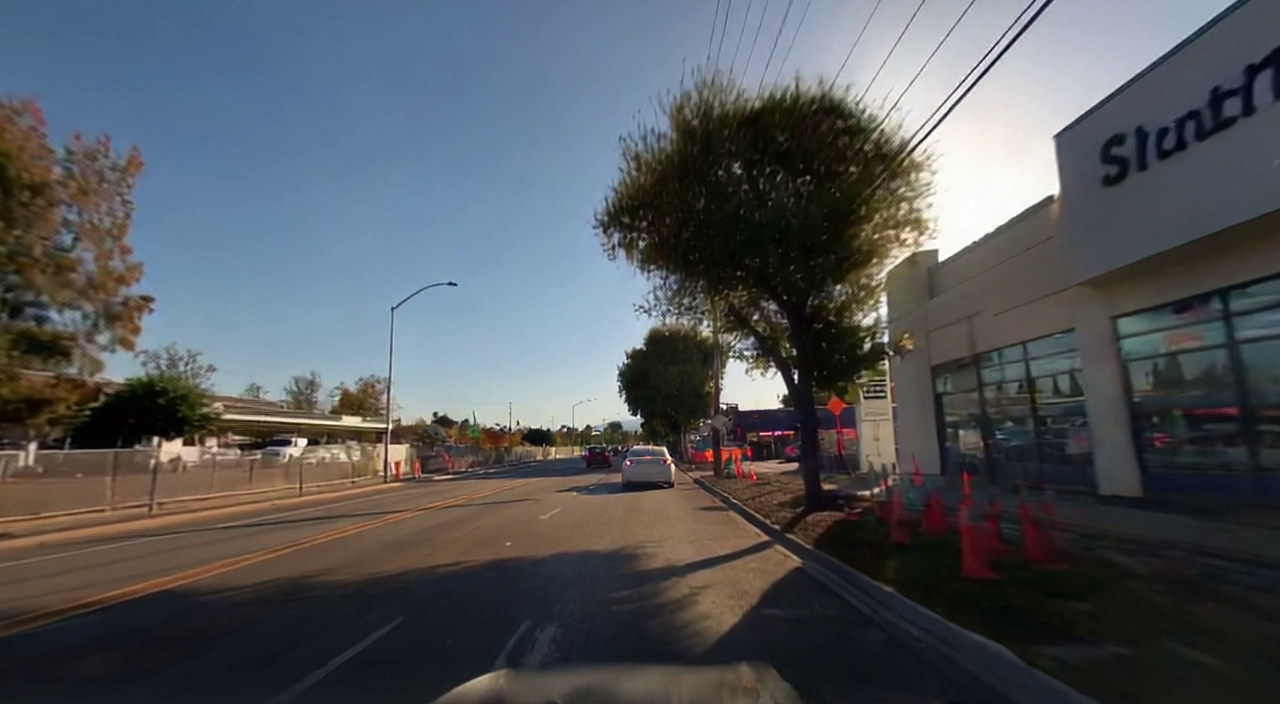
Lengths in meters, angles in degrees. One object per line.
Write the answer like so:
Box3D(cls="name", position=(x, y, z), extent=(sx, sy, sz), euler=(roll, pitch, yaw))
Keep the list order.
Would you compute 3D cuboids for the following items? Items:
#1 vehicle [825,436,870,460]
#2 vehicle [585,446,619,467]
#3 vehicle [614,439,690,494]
Box3D(cls="vehicle", position=(16.374, 7.590, 49.705), extent=(2.101, 1.825, 4.700), euler=(-1, -9, 3))
Box3D(cls="vehicle", position=(-2.804, 7.826, 47.100), extent=(2.208, 1.520, 4.358), euler=(0, -9, 1))
Box3D(cls="vehicle", position=(0.310, 3.557, 19.787), extent=(2.144, 1.514, 4.063), euler=(0, -9, 0))
